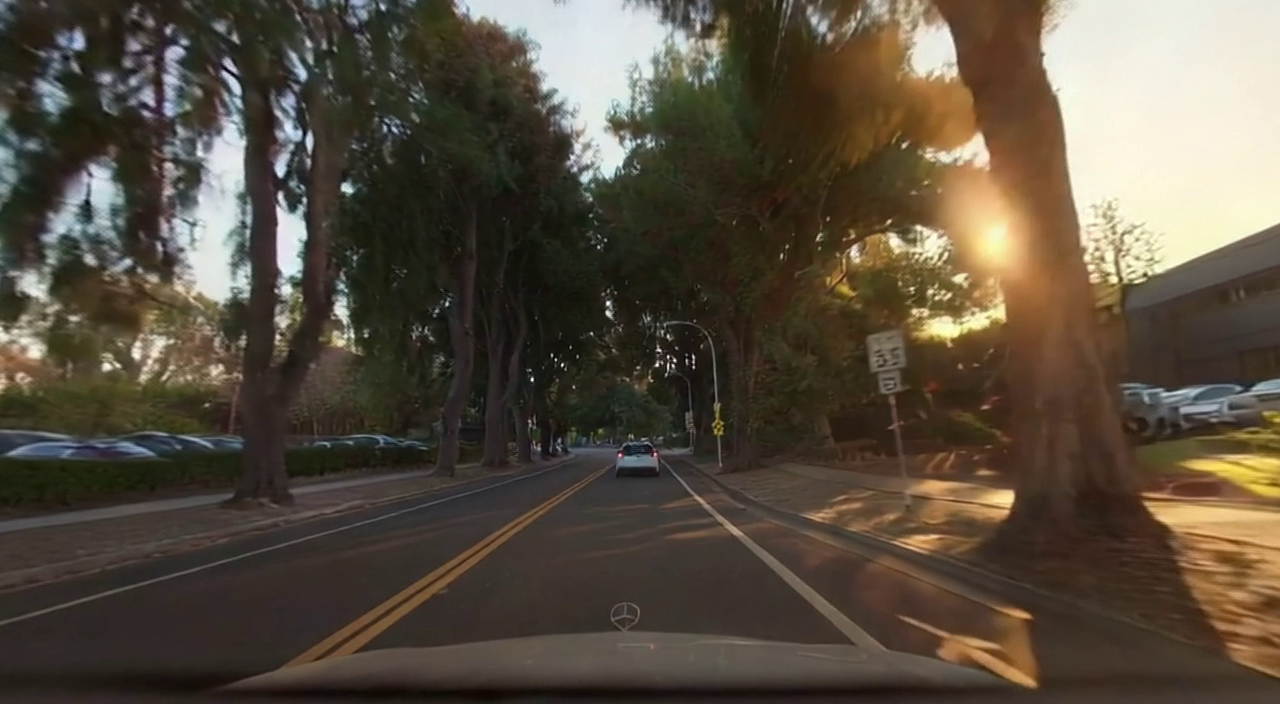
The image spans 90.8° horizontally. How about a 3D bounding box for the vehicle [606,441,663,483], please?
[{"bbox_3d":[-0.212,4.500,26.276,2.152,1.574,4.223,-1,-8,0],"label":"vehicle"}]
